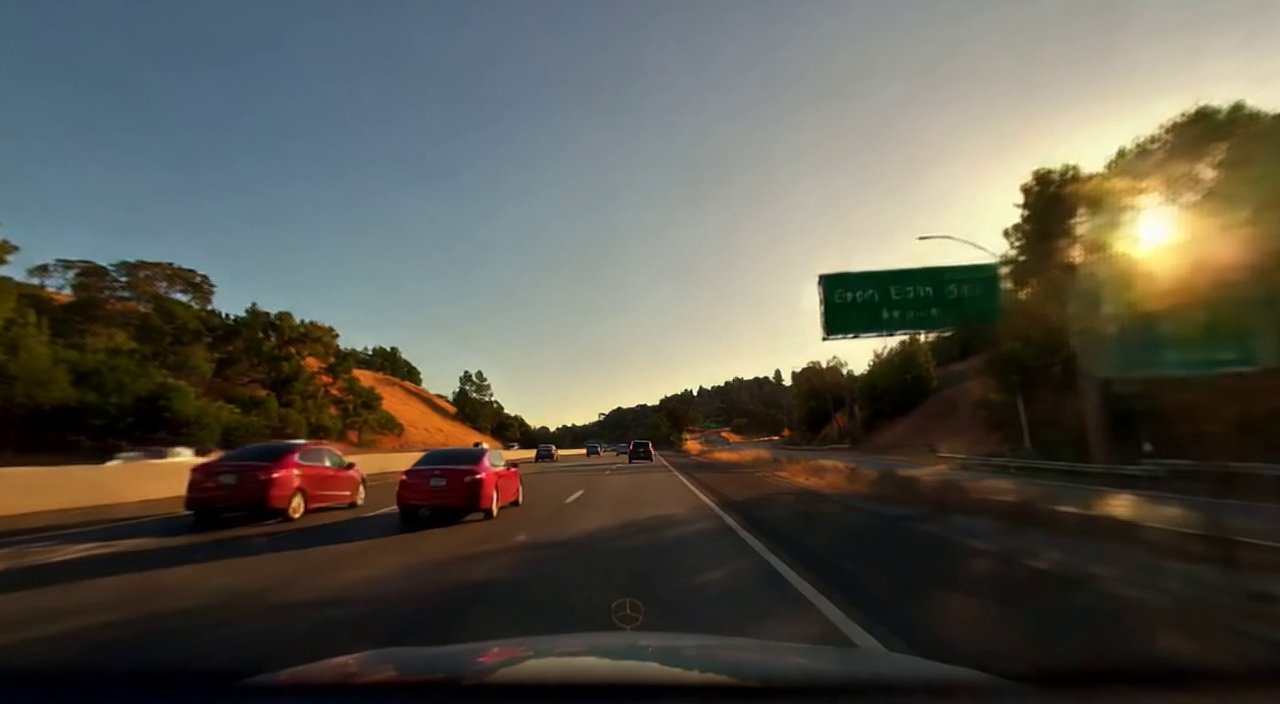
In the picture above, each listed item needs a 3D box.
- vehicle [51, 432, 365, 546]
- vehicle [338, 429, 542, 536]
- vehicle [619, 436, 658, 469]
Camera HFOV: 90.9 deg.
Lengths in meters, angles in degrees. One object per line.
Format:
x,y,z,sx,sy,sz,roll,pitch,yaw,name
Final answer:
-6.859,2.196,10.885,2.009,1.519,4.697,0,-8,2,vehicle
-3.400,2.343,12.070,2.139,1.589,5.102,0,-8,1,vehicle
-0.052,6.303,39.871,2.309,1.915,5.130,0,-8,1,vehicle
